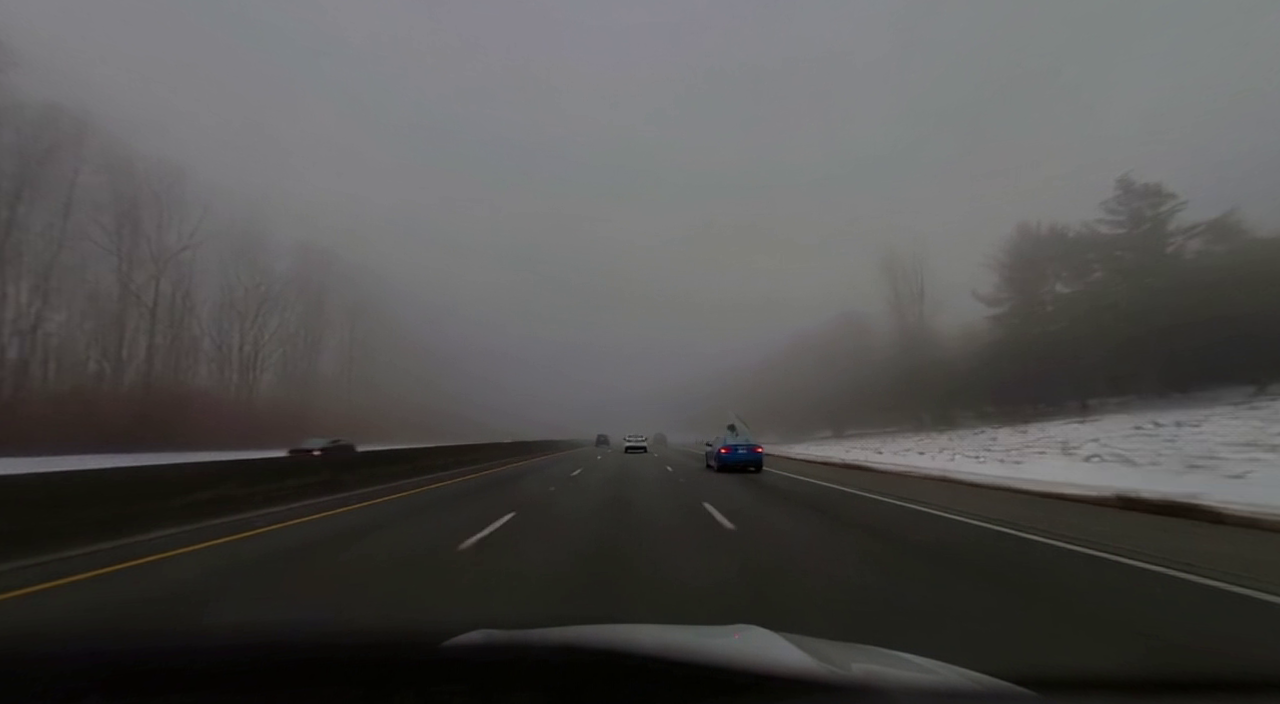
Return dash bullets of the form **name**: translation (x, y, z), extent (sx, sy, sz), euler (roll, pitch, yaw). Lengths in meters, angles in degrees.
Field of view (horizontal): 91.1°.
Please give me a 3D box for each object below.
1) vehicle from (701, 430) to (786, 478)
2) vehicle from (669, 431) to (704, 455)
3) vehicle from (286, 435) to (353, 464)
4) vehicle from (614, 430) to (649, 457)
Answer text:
- **vehicle**: translation (3.493, 3.539, 22.179), extent (2.056, 1.479, 4.660), euler (0, -8, -2)
- **vehicle**: translation (3.304, 6.592, 45.581), extent (2.098, 1.677, 4.275), euler (0, -8, -2)
- **vehicle**: translation (-21.130, 6.424, 41.637), extent (1.948, 1.771, 4.651), euler (0, -8, 0)
- **vehicle**: translation (-0.614, 6.001, 41.343), extent (2.182, 1.680, 4.253), euler (0, -8, -1)
